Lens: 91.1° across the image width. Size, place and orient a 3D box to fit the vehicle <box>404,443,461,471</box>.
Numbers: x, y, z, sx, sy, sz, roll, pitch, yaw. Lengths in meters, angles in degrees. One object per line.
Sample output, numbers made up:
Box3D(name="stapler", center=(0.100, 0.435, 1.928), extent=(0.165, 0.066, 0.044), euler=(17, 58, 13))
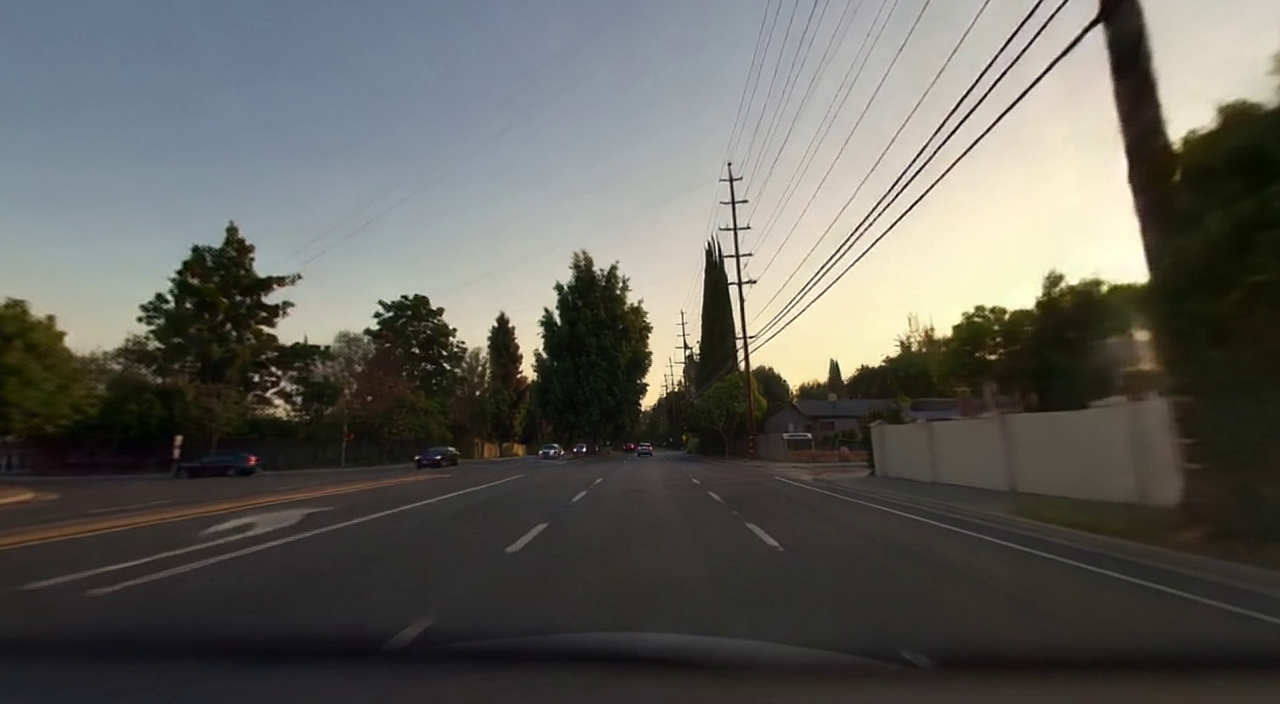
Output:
Box3D(name="vehicle", center=(-13.355, 6.780, 40.754), extent=(2.120, 1.696, 4.403), euler=(0, -8, 1))

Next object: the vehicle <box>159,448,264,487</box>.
Box3D(name="vehicle", center=(-21.693, 5.787, 31.804), extent=(4.600, 1.809, 2.153), euler=(-3, -9, 23))
